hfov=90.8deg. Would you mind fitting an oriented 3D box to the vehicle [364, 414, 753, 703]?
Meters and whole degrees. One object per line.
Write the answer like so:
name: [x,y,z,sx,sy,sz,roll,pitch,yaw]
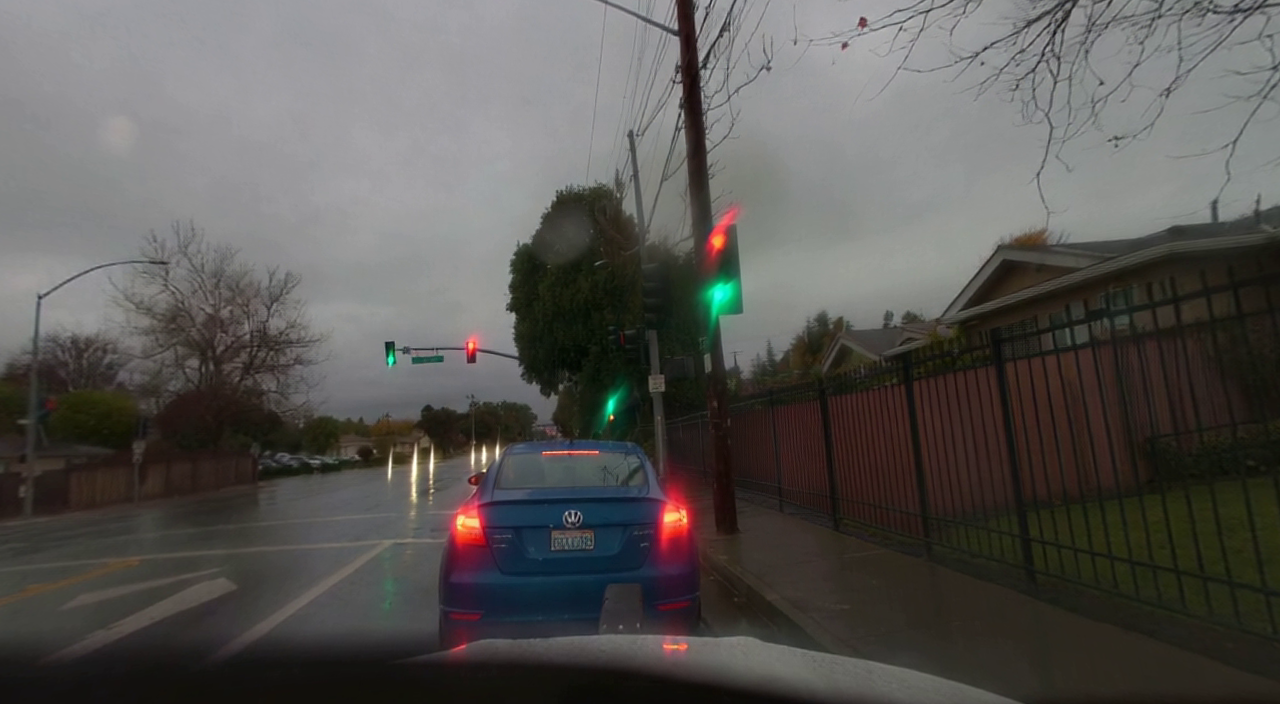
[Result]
vehicle: [-0.678,1.362,5.226,2.024,1.502,3.702,1,-9,-9]
